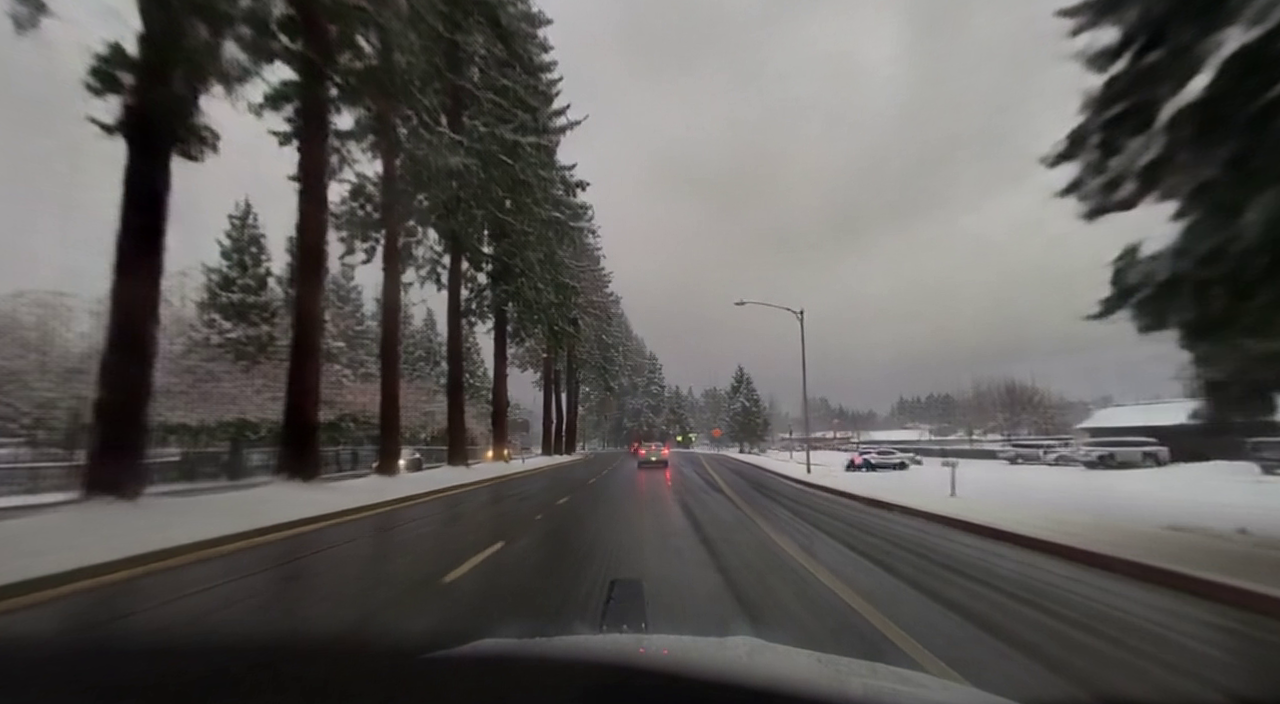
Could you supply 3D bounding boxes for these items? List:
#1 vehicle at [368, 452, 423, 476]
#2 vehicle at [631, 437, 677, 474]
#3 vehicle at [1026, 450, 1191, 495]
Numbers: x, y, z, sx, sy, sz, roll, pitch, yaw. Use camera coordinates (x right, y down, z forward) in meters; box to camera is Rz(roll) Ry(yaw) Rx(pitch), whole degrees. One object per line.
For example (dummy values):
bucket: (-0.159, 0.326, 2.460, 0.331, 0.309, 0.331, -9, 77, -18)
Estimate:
vehicle: (-16.223, 7.410, 42.019, 1.895, 1.513, 4.362, 0, -9, 0)
vehicle: (0.666, 5.102, 31.148, 2.135, 1.691, 3.884, 0, -9, 1)
vehicle: (15.409, 3.971, 20.907, 3.913, 1.384, 1.893, 0, -9, 2)
